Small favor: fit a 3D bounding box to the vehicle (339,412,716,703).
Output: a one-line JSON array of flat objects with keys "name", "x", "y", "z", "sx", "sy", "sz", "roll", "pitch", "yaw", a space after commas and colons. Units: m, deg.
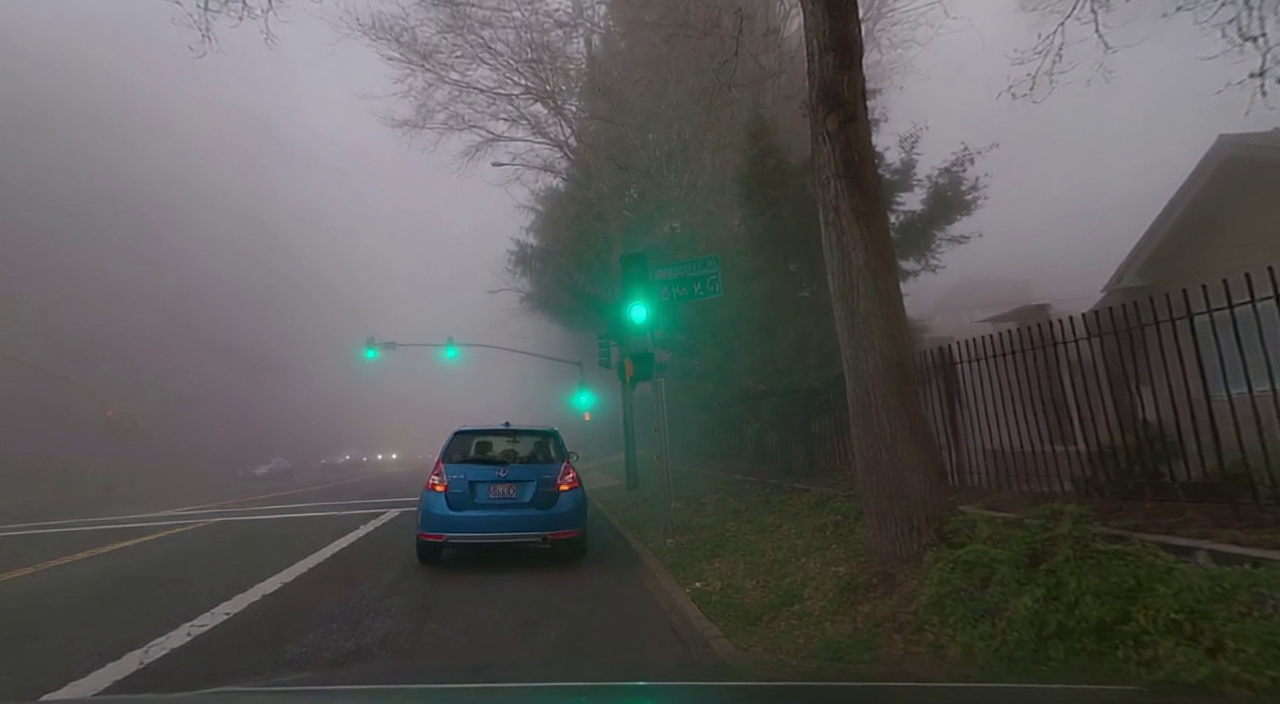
[{"name": "vehicle", "x": -0.906, "y": 1.369, "z": 5.357, "sx": 2.024, "sy": 1.502, "sz": 3.702, "roll": 1, "pitch": -9, "yaw": -11}]
